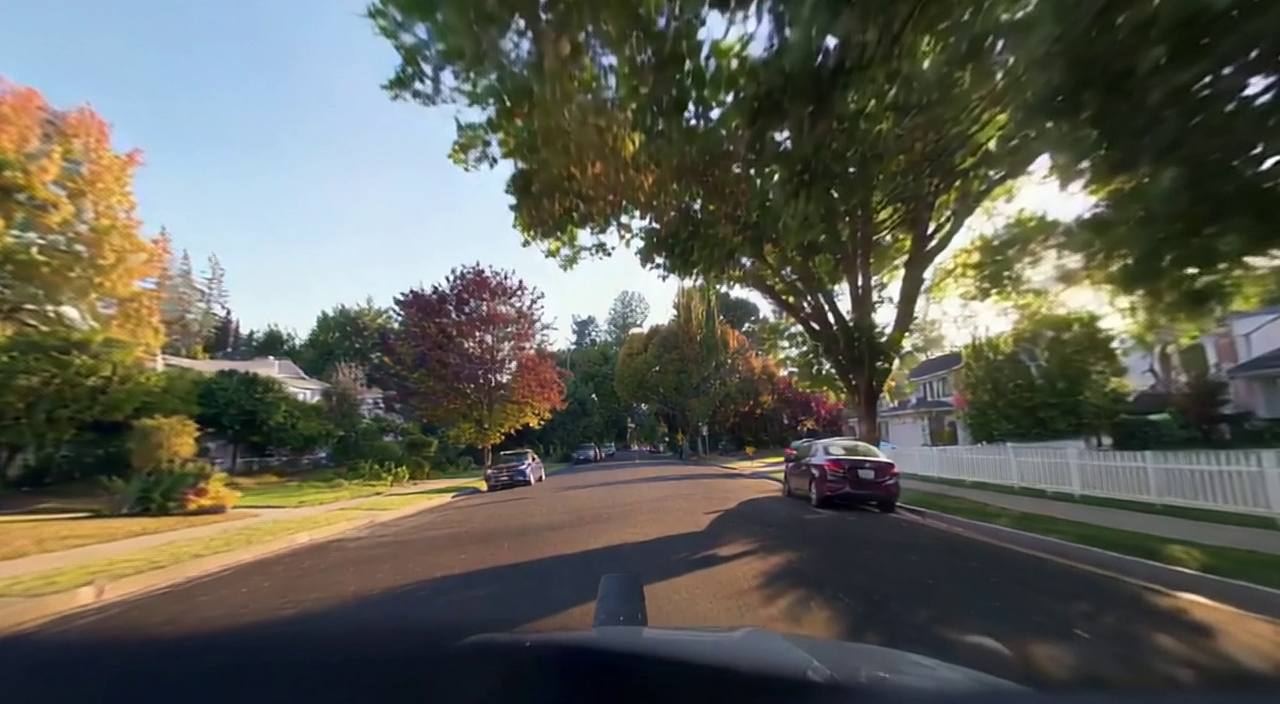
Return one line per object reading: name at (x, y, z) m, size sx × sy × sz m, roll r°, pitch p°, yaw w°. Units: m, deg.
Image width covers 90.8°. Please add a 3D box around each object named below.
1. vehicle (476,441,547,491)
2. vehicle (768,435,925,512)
vehicle at (-5.249, 4.671, 26.338) m, size 1.970 × 1.666 × 4.223 m, roll -4°, pitch -7°, yaw 0°
vehicle at (4.686, 2.819, 15.157) m, size 2.170 × 1.549 × 4.178 m, roll 0°, pitch -9°, yaw -3°
